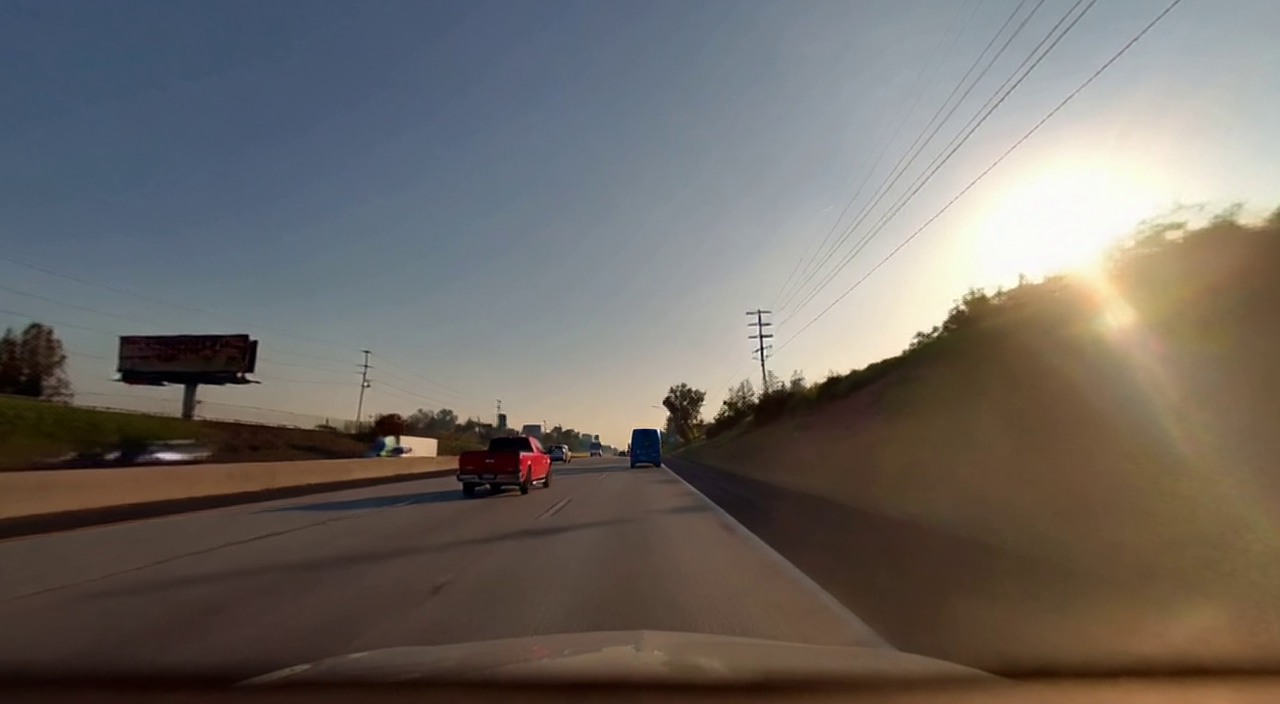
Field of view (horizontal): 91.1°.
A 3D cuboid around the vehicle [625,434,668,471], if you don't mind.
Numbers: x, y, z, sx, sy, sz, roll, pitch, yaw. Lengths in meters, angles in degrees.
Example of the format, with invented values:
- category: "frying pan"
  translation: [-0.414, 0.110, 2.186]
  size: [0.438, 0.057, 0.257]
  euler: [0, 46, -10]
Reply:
- category: "vehicle"
  translation: [0.412, 6.720, 42.263]
  size: [2.692, 2.279, 5.695]
  euler: [0, -9, 0]

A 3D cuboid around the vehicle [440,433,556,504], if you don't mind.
- category: "vehicle"
  translation: [-3.851, 3.265, 18.035]
  size: [2.145, 1.730, 4.729]
  euler: [0, -9, 1]
